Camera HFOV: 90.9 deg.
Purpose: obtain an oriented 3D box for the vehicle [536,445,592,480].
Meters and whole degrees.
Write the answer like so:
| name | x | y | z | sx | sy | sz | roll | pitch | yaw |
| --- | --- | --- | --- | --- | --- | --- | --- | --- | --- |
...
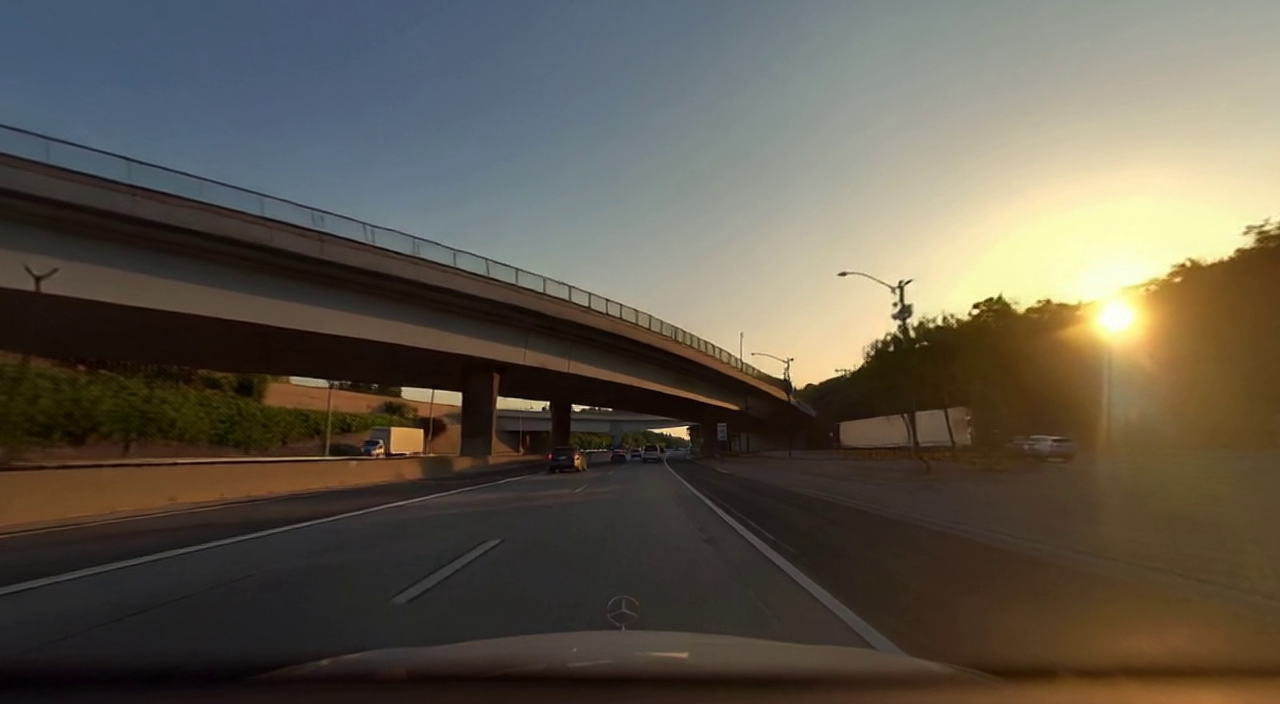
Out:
| name | x | y | z | sx | sy | sz | roll | pitch | yaw |
| --- | --- | --- | --- | --- | --- | --- | --- | --- | --- |
| vehicle | -3.820 | 5.669 | 32.616 | 2.263 | 1.696 | 4.321 | 0 | -9 | 2 |
